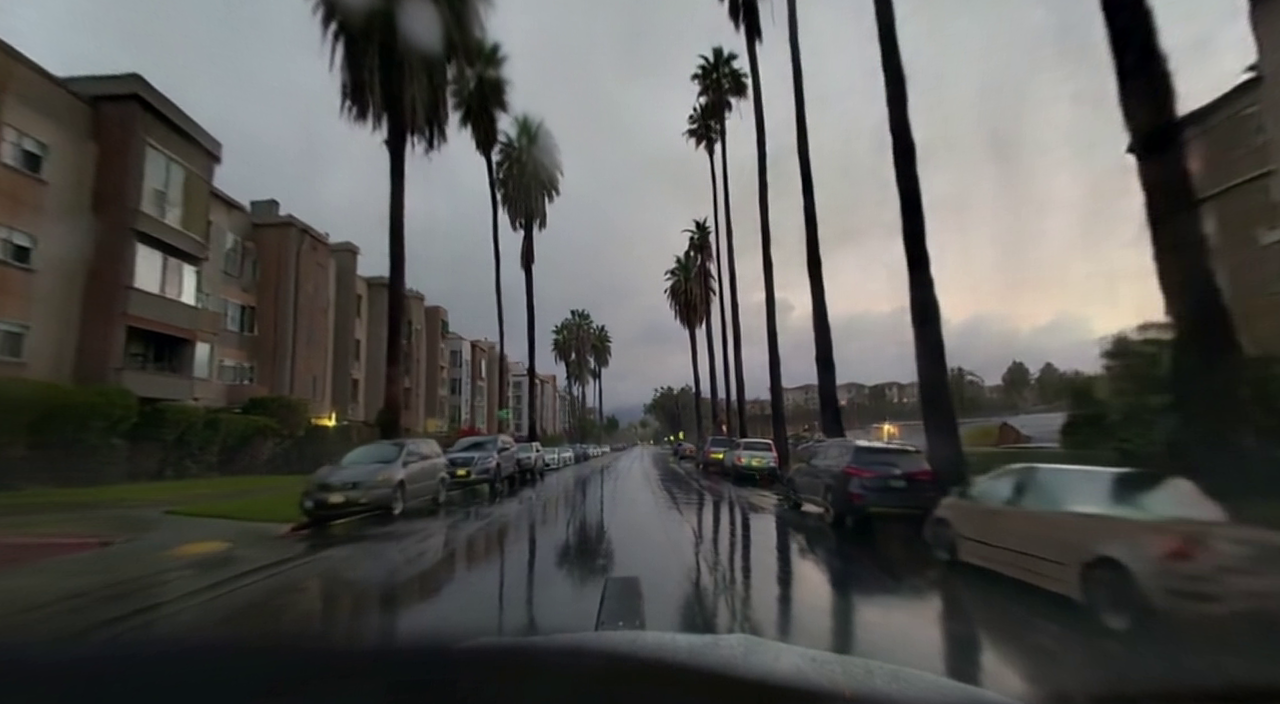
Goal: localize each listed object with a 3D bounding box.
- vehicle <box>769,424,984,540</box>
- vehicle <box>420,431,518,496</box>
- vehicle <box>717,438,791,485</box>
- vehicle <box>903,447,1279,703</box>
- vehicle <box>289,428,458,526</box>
[{"bbox_3d":[4.212,2.401,12.401,2.201,1.787,5.007,0,-8,-1],"label":"vehicle"},{"bbox_3d":[-5.533,3.634,21.106,2.087,1.896,4.554,0,-8,-1],"label":"vehicle"},{"bbox_3d":[4.546,4.433,26.000,2.220,1.738,4.800,0,-8,0],"label":"vehicle"},{"bbox_3d":[4.375,1.602,5.780,1.909,1.449,4.513,0,-8,-1],"label":"vehicle"},{"bbox_3d":[-5.742,2.713,14.349,1.947,1.806,4.413,2,-8,-1],"label":"vehicle"}]
